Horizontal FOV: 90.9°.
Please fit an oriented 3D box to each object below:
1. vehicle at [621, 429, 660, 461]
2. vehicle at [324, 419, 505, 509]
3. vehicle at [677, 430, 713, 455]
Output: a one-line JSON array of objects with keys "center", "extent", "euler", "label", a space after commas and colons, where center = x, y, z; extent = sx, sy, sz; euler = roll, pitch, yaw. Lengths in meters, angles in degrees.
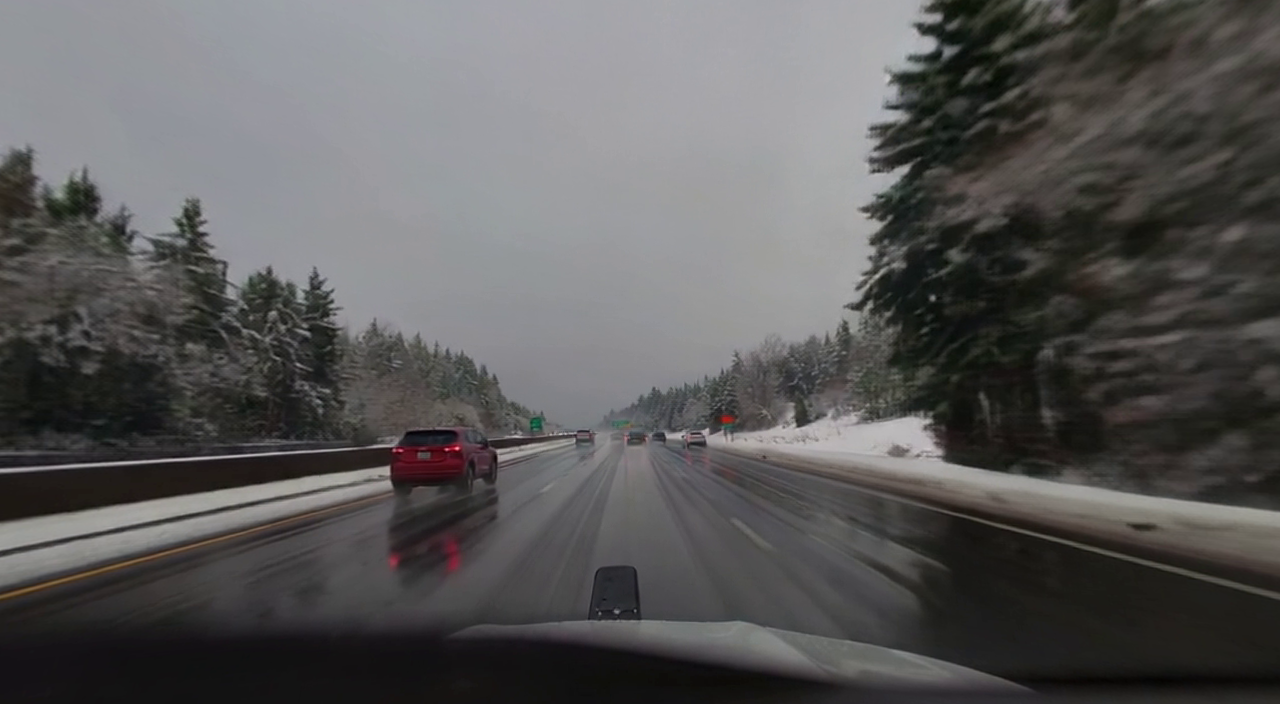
[{"center": [0.034, 4.652, 31.701], "extent": [1.869, 1.466, 3.356], "euler": [0, -8, 1], "label": "vehicle"}, {"center": [-4.323, 2.210, 13.085], "extent": [2.023, 1.512, 4.804], "euler": [0, -8, -1], "label": "vehicle"}, {"center": [3.541, 5.899, 41.258], "extent": [1.841, 1.491, 3.869], "euler": [0, -8, -2], "label": "vehicle"}]
